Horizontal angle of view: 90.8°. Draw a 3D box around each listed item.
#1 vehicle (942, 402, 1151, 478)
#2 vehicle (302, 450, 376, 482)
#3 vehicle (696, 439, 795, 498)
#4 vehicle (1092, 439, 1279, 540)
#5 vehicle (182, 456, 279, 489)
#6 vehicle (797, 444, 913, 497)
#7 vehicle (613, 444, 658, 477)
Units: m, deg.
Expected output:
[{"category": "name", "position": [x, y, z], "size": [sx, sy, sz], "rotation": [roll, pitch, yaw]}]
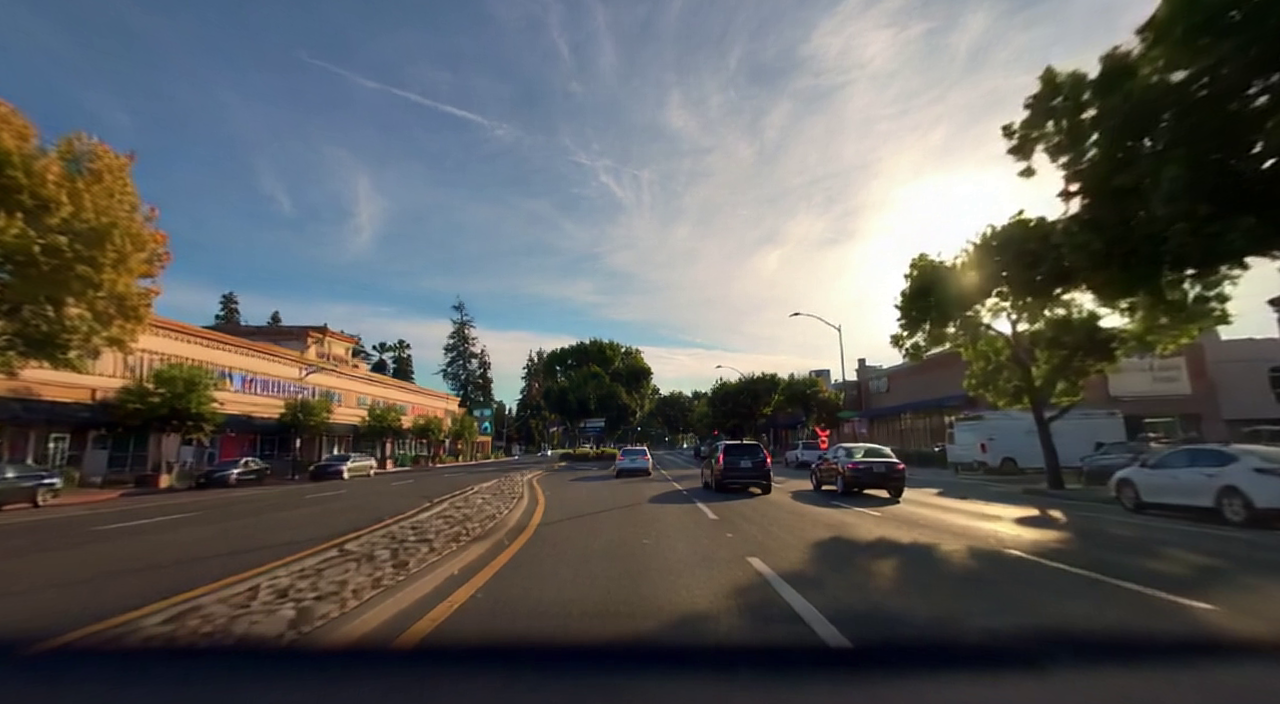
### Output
[{"category": "vehicle", "position": [17.535, 3.856, 27.640], "size": [7.127, 3.093, 2.760], "rotation": [0, -8, 0]}, {"category": "vehicle", "position": [-15.198, 5.765, 32.116], "size": [1.878, 1.481, 3.663], "rotation": [-1, -9, 2]}, {"category": "vehicle", "position": [2.993, 3.415, 18.999], "size": [2.072, 1.545, 4.578], "rotation": [0, -9, -2]}, {"category": "vehicle", "position": [10.418, 2.216, 10.589], "size": [2.030, 1.479, 4.624], "rotation": [0, -9, -4]}, {"category": "vehicle", "position": [-20.362, 5.979, 31.691], "size": [1.925, 1.454, 4.529], "rotation": [0, -9, -2]}, {"category": "vehicle", "position": [6.526, 3.617, 19.817], "size": [1.952, 1.449, 4.544], "rotation": [0, -9, -1]}, {"category": "vehicle", "position": [-0.225, 5.215, 30.580], "size": [2.052, 1.461, 4.324], "rotation": [0, -9, 0]}]
